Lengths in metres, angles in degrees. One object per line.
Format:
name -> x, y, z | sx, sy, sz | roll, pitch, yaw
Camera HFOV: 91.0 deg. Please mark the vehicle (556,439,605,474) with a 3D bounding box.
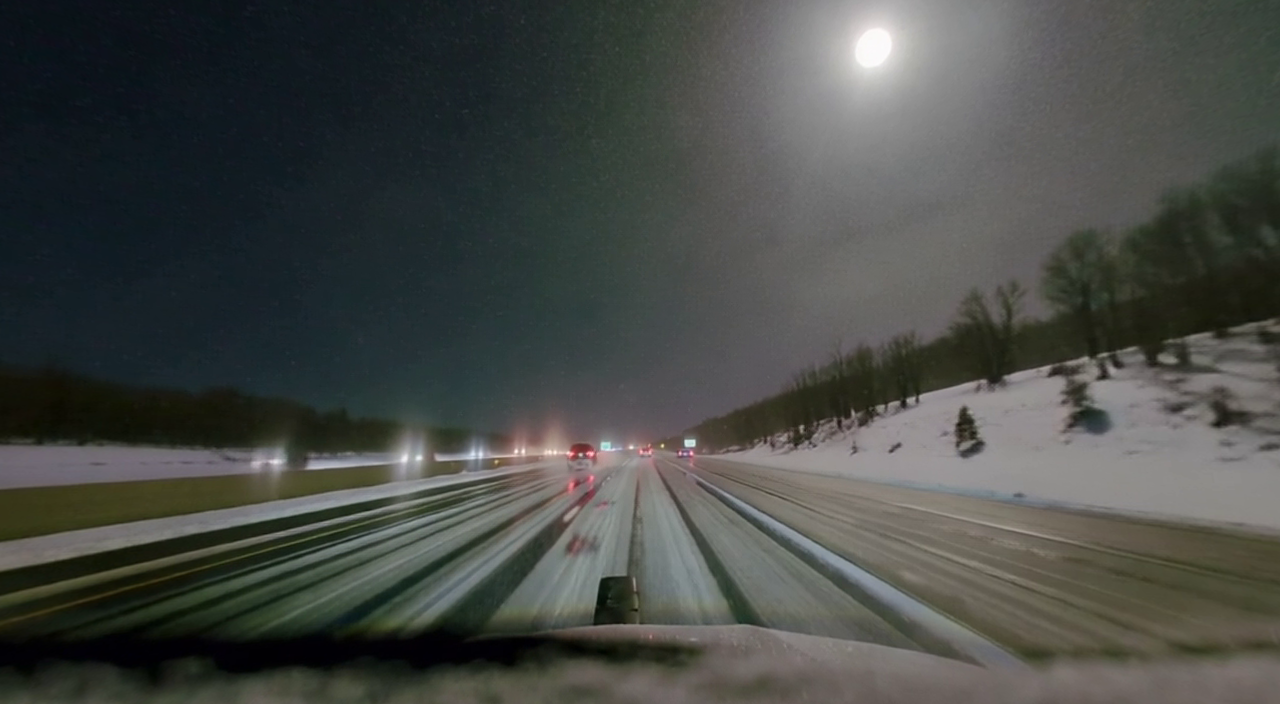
vehicle -> -3.027, 5.464, 33.101 | 2.070, 1.707, 4.309 | 0, -9, 1
